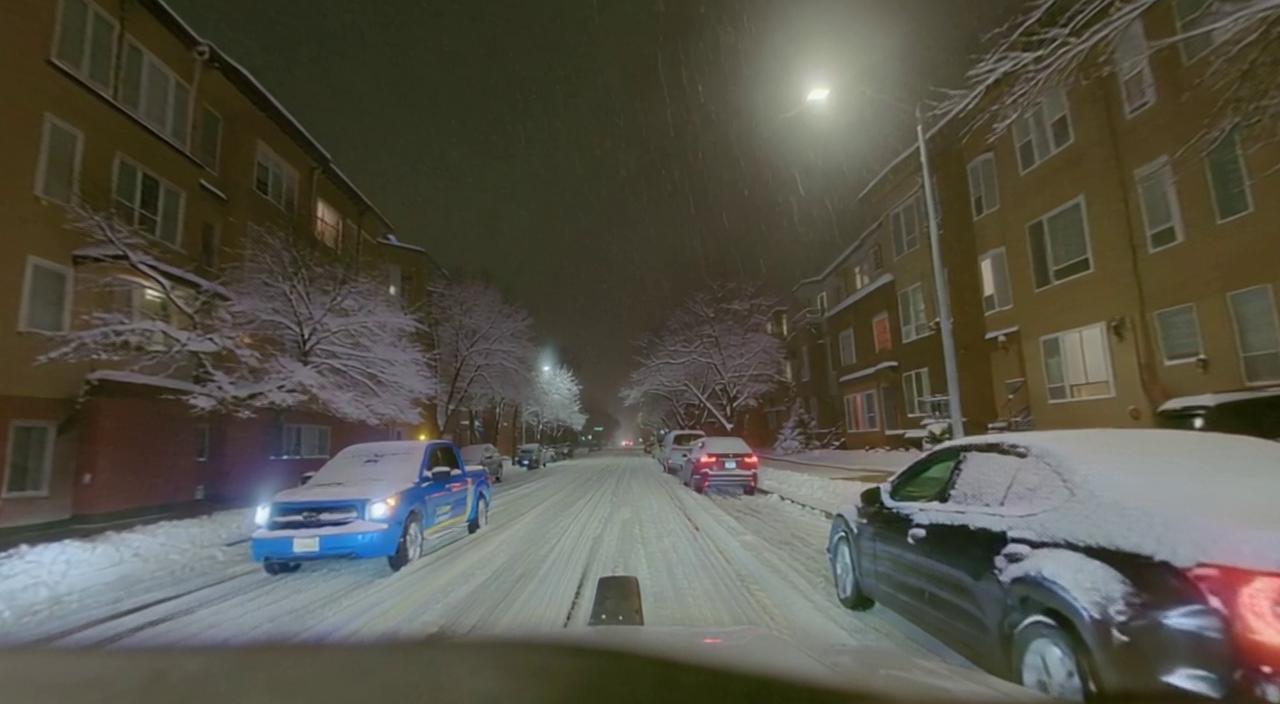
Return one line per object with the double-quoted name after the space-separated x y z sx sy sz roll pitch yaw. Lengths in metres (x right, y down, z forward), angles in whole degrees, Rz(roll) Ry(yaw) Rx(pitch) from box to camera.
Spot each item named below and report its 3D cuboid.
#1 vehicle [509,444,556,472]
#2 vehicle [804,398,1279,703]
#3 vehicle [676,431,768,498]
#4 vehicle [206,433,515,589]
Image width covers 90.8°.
-6.411 6.372 38.175 1.959 1.490 4.361 0 -7 1 "vehicle"
2.603 1.145 3.596 1.845 1.479 4.727 0 -8 -3 "vehicle"
2.174 3.115 17.862 1.878 1.664 4.033 0 -8 -3 "vehicle"
-3.231 1.901 8.522 1.966 1.515 4.394 0 -8 3 "vehicle"
